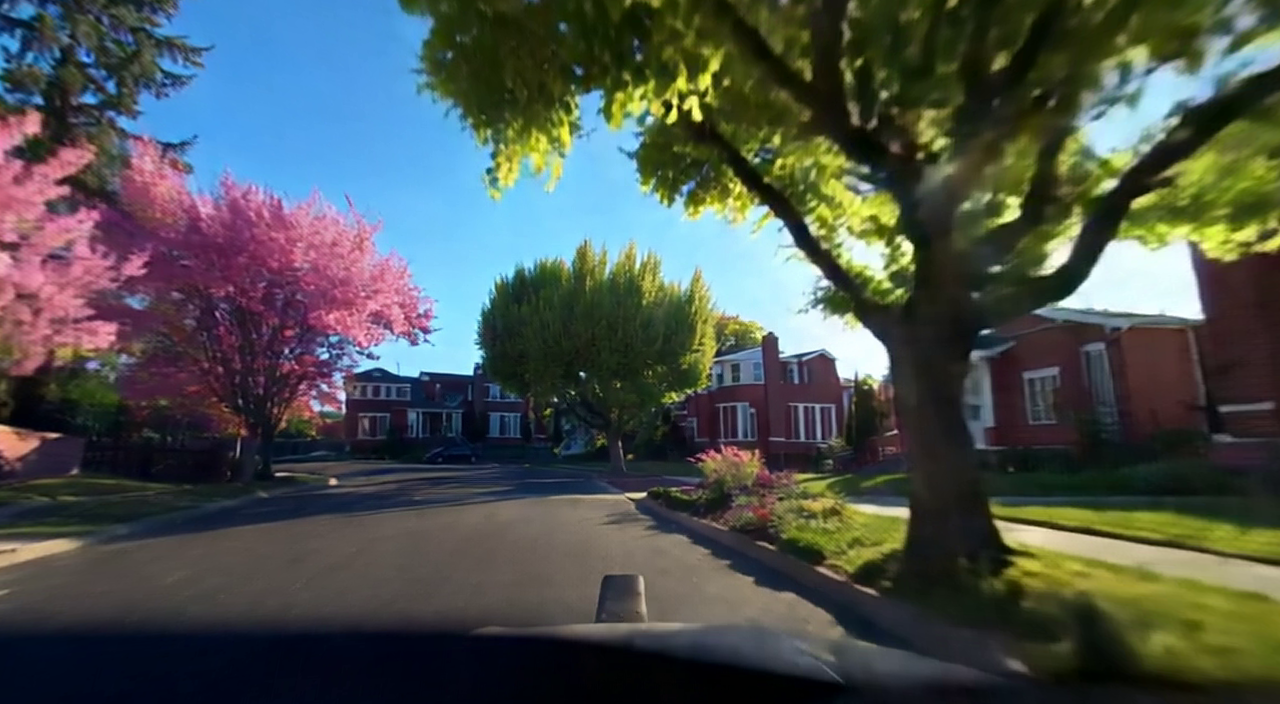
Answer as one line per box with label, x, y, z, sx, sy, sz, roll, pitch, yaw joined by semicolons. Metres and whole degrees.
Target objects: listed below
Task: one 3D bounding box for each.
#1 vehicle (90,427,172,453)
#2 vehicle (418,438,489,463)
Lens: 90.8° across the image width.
vehicle;-35.883;6.228;44.570;4.237;1.728;2.203;-2;-9;14
vehicle;-14.244;7.551;48.531;4.815;1.827;2.147;1;-9;-3
